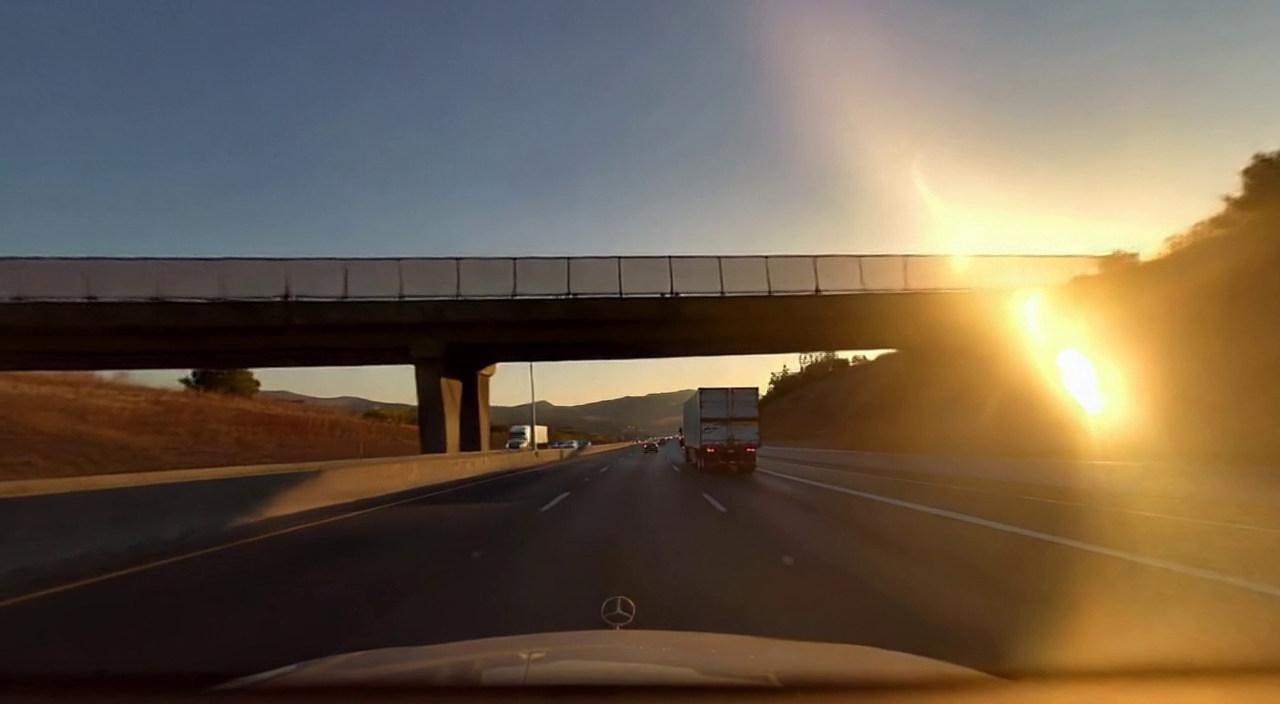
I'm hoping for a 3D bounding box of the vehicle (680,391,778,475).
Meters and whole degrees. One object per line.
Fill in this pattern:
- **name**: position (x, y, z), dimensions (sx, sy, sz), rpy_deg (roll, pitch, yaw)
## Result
- **vehicle**: position (4.144, 4.246, 32.703), dimensions (3.306, 3.531, 11.717), rpy_deg (-1, -8, 0)
